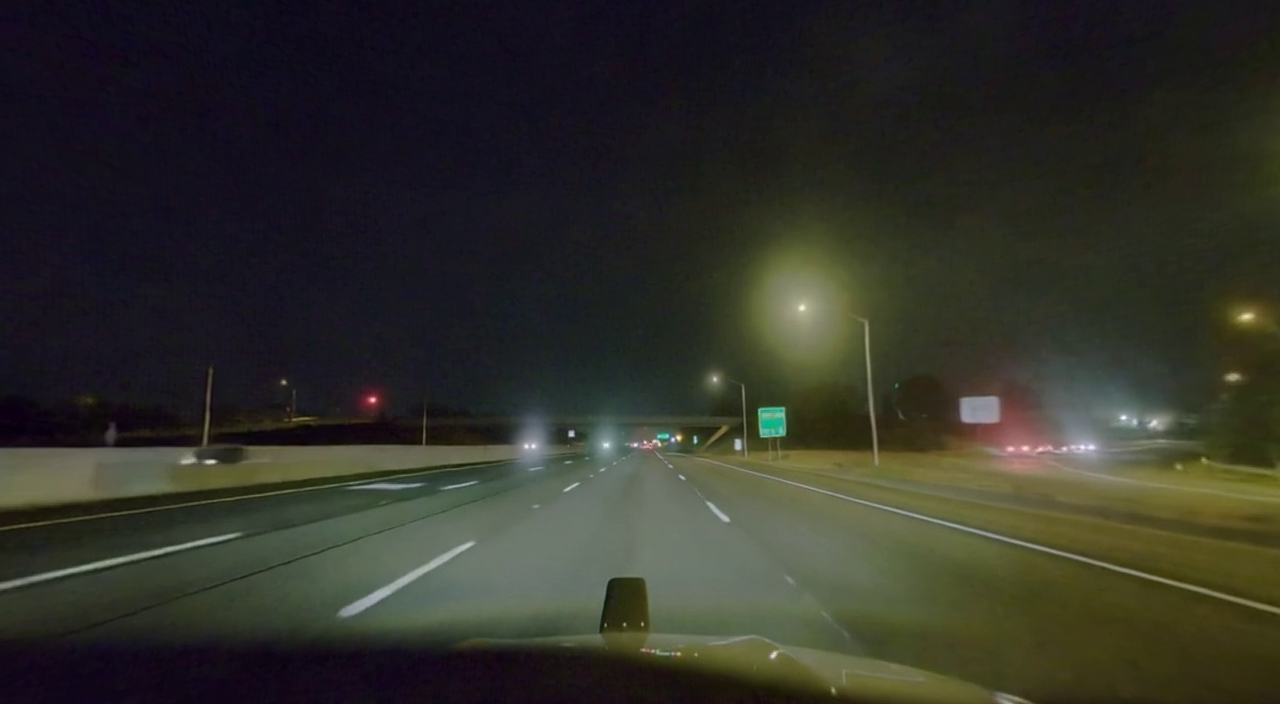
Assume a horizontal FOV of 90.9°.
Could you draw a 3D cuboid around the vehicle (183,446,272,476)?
[{"bbox_3d":[-23.360,6.163,35.943,1.863,1.584,4.527,0,-8,3],"label":"vehicle"}]
